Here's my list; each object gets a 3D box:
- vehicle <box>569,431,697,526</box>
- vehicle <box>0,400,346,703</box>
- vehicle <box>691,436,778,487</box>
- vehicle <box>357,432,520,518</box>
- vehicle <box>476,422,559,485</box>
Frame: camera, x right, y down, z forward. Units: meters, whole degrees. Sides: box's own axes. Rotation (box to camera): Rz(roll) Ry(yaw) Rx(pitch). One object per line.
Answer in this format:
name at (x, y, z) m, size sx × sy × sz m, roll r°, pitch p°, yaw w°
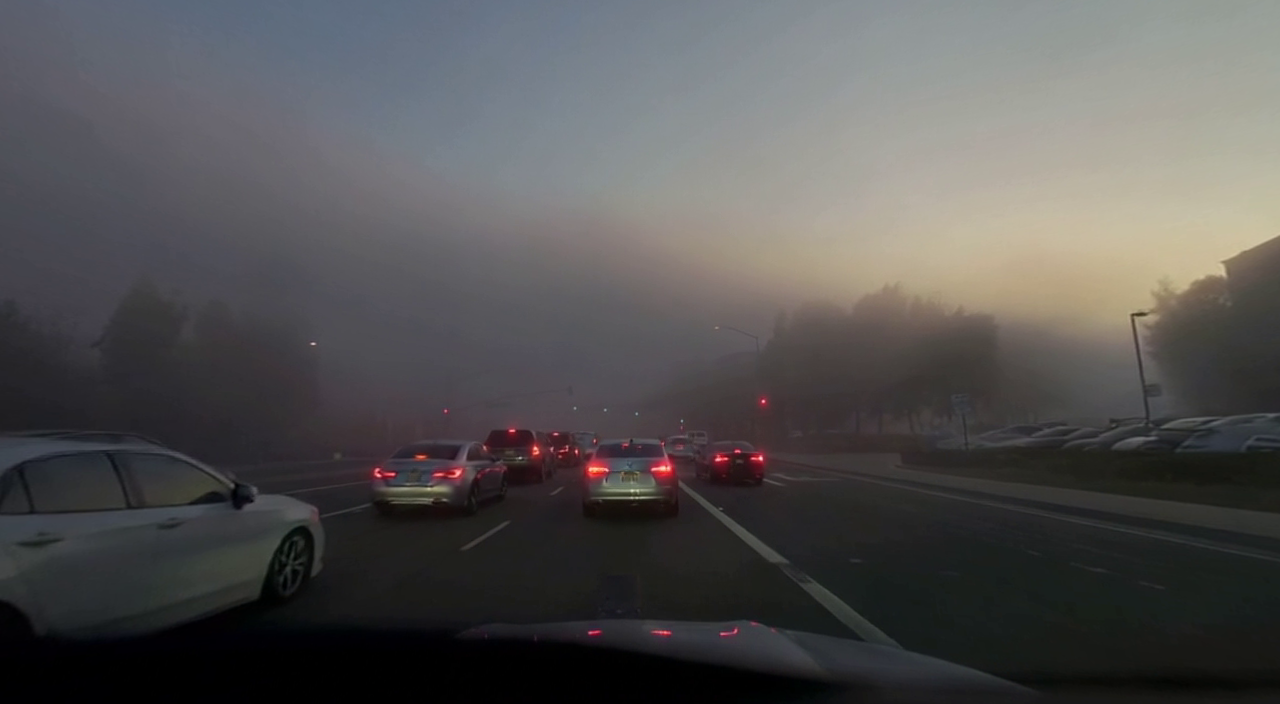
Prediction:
vehicle at (-0.158, 2.290, 12.027) m, size 2.007 × 1.467 × 4.059 m, roll 0°, pitch -8°, yaw -1°
vehicle at (-3.714, 1.075, 3.541) m, size 2.052 × 1.475 × 4.341 m, roll 0°, pitch -8°, yaw 0°
vehicle at (2.909, 3.499, 20.512) m, size 1.978 × 1.452 × 4.381 m, roll 1°, pitch -8°, yaw -3°
vehicle at (-3.865, 2.429, 13.005) m, size 1.985 × 1.467 × 4.224 m, roll 0°, pitch -8°, yaw 0°
vehicle at (-3.997, 3.401, 21.451) m, size 2.054 × 1.881 × 4.469 m, roll 0°, pitch -8°, yaw -2°
